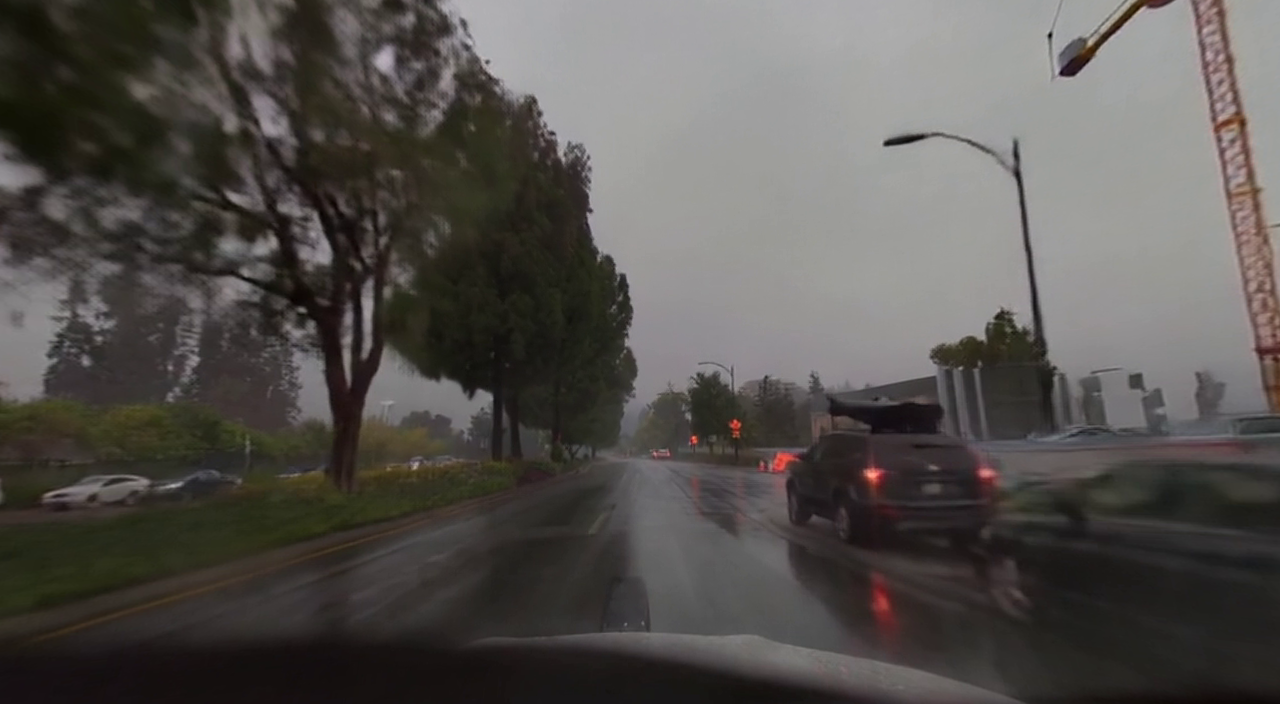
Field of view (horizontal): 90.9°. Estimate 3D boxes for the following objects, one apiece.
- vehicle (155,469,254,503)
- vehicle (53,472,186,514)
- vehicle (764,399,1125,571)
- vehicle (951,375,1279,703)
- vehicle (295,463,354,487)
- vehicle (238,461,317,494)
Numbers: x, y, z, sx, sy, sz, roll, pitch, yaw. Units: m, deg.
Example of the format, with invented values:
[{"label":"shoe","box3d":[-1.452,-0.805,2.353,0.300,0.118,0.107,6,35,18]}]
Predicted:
[{"label":"vehicle","box3d":[-21.591,6.652,31.489,1.746,1.447,4.448,0,-9,0]},{"label":"vehicle","box3d":[-21.529,5.820,26.350,1.834,1.441,4.416,0,-9,-2]},{"label":"vehicle","box3d":[4.225,2.098,10.847,2.660,1.980,6.934,0,-9,-1]},{"label":"vehicle","box3d":[4.078,1.129,4.051,1.916,1.701,4.358,0,-9,0]},{"label":"vehicle","box3d":[-22.014,8.586,44.220,1.863,1.470,4.526,0,-9,-1]},{"label":"vehicle","box3d":[-21.667,7.509,37.956,1.941,1.743,5.264,0,-9,-4]}]
